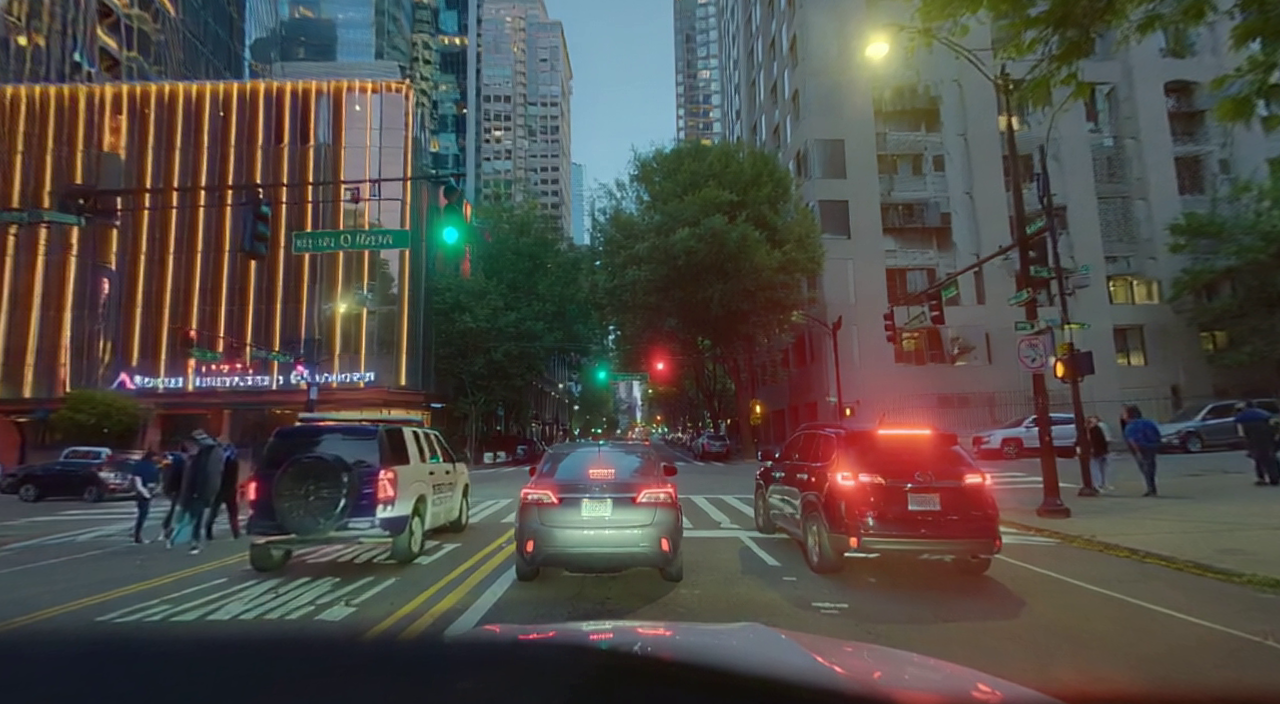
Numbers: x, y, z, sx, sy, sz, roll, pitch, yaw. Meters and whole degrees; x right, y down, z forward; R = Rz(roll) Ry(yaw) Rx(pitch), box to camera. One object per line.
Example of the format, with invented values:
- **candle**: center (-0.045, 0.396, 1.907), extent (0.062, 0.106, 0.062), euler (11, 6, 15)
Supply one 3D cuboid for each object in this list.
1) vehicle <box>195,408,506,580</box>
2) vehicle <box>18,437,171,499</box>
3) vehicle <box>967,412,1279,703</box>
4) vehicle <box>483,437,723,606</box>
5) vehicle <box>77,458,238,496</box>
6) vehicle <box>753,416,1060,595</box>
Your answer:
- **vehicle**: center (-3.684, 1.920, 9.510), extent (2.190, 1.840, 5.272), euler (0, -8, 0)
- **vehicle**: center (-30.877, 6.523, 35.938), extent (5.896, 3.276, 2.809), euler (1, -8, 1)
- **vehicle**: center (2.737, 0.807, 1.116), extent (1.902, 1.454, 4.540), euler (0, -8, 0)
- **vehicle**: center (-0.355, 1.789, 7.656), extent (2.092, 1.454, 4.132), euler (0, -8, -1)
- **vehicle**: center (-20.261, 5.246, 26.710), extent (5.153, 1.449, 1.966), euler (0, -8, 0)
- **vehicle**: center (3.034, 1.849, 8.616), extent (2.072, 1.735, 4.759), euler (0, -8, 0)
